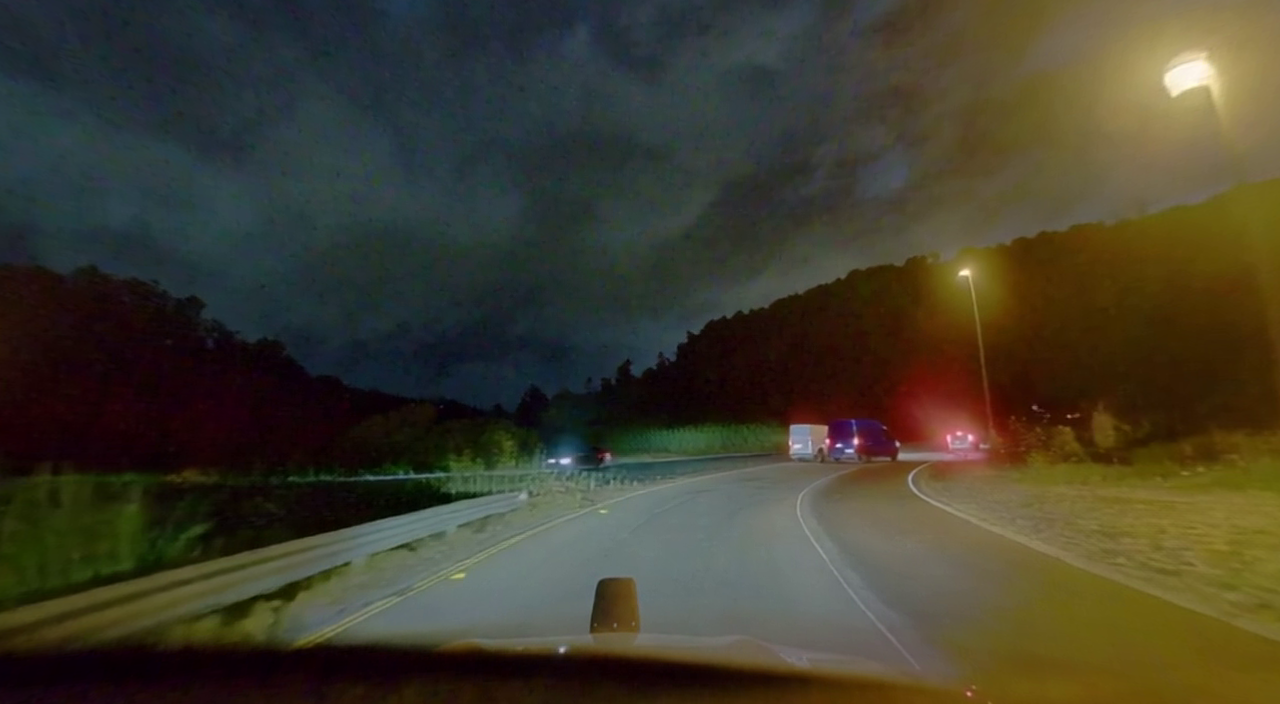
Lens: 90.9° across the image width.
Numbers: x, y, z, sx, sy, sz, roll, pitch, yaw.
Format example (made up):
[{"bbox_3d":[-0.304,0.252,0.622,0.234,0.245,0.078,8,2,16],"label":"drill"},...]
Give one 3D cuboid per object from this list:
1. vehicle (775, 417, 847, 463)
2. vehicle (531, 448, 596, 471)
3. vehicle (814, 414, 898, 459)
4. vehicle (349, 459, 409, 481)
[{"bbox_3d":[11.276,5.740,41.376,4.784,2.535,2.203,2,-10,-44],"label":"vehicle"},{"bbox_3d":[-5.200,7.312,43.131,4.034,1.479,1.840,7,-10,-41],"label":"vehicle"},{"bbox_3d":[15.653,6.072,45.438,7.155,2.942,2.420,7,-10,-42],"label":"vehicle"},{"bbox_3d":[-18.362,8.250,44.341,3.512,1.359,1.579,7,-10,-38],"label":"vehicle"}]
